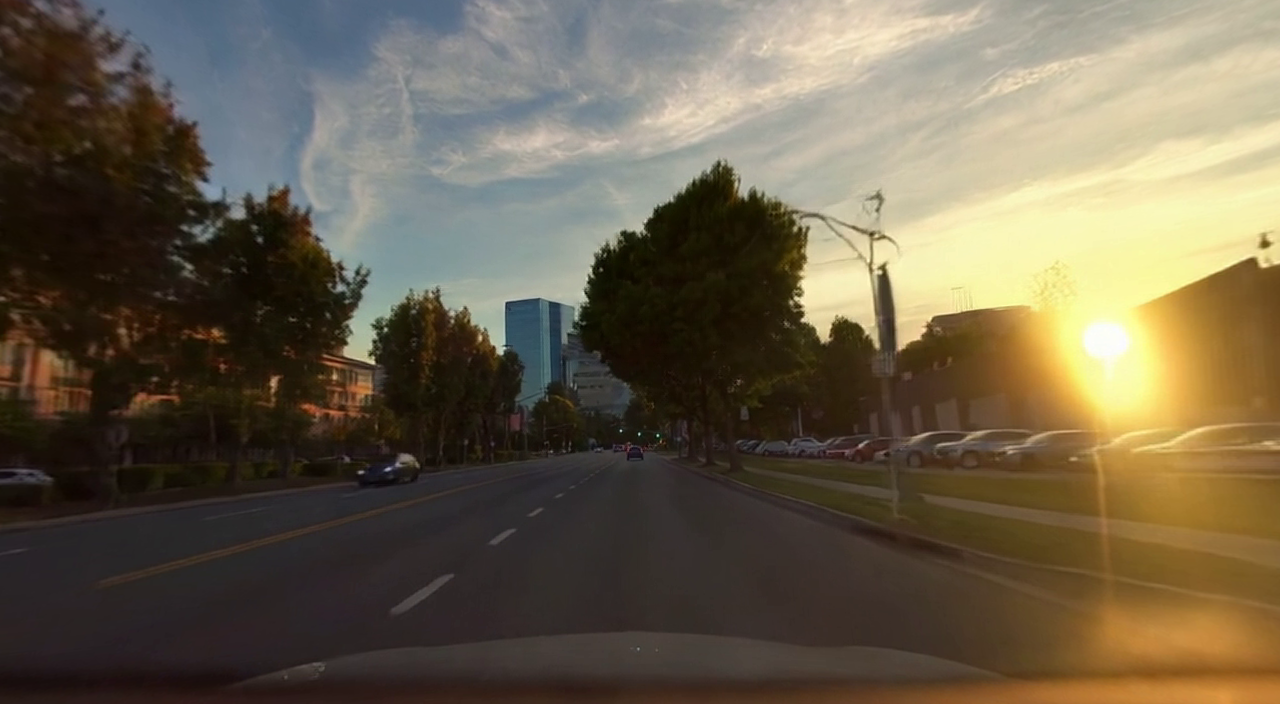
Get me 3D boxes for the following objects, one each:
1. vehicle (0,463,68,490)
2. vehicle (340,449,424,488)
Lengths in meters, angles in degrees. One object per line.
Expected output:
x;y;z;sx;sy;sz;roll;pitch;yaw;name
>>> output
-39.763;7.830;39.732;5.232;1.633;1.950;0;-9;-3;vehicle
-12.001;5.420;29.705;2.096;1.509;4.666;-3;-9;-1;vehicle
